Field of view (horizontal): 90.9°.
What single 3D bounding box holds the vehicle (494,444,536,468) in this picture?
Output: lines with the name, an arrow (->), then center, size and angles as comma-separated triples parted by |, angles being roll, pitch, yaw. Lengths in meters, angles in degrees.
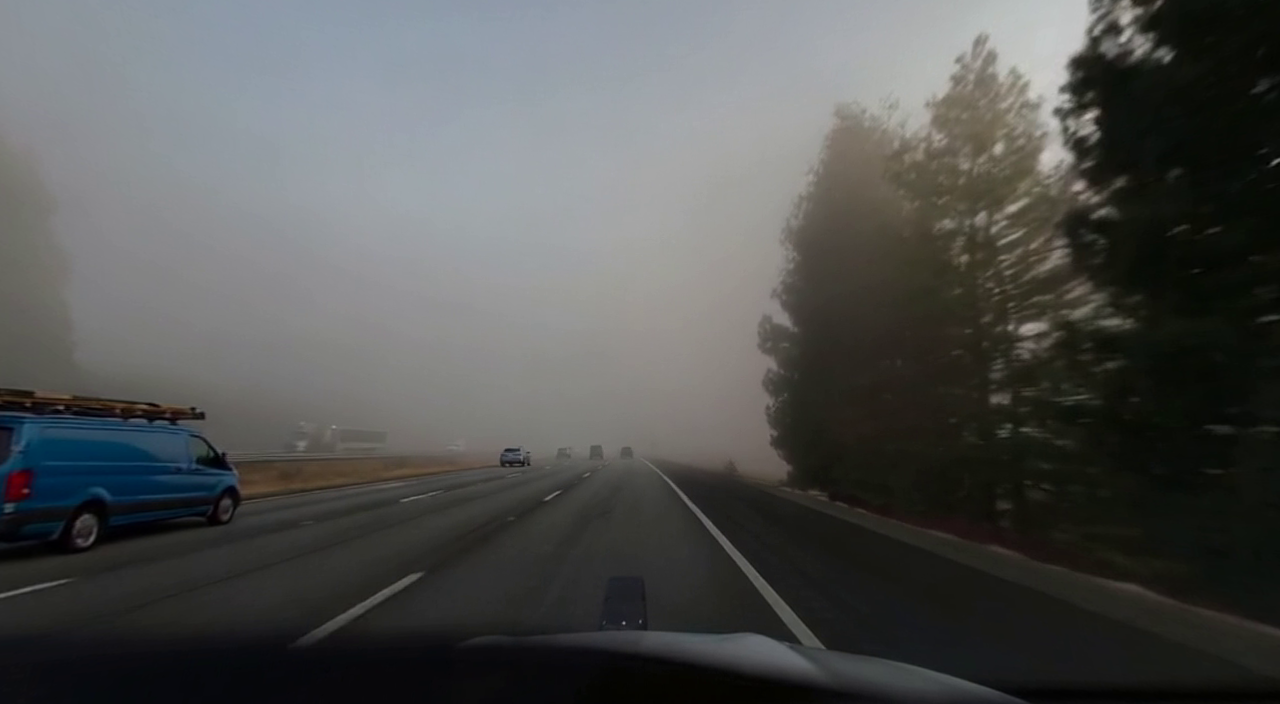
vehicle -> -8.339, 6.991, 42.495 | 1.958, 1.499, 4.437 | 0, -9, 0

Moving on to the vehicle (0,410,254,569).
vehicle -> -8.190, 1.865, 9.186 | 2.093, 1.752, 4.771 | 0, -9, 0
